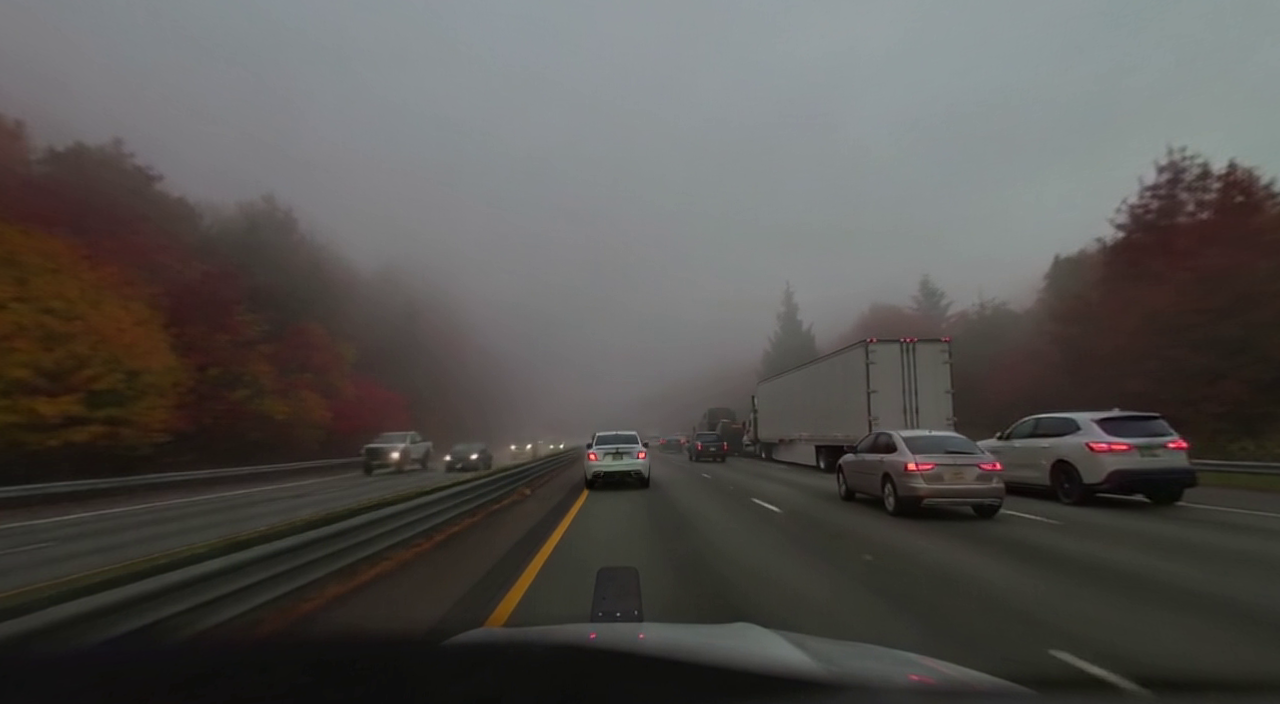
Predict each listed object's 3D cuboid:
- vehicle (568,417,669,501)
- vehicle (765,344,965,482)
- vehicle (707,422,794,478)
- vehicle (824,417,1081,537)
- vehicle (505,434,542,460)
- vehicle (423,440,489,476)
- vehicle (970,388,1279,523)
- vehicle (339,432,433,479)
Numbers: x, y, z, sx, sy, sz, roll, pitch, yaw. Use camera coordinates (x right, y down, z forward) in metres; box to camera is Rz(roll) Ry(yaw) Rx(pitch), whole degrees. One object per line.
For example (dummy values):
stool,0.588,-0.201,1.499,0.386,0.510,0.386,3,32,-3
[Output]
vehicle,-0.490,2.523,15.331,2.087,1.709,4.455,0,-8,-1
vehicle,7.963,2.668,25.376,2.867,4.066,13.802,0,-7,0
vehicle,3.641,3.307,21.453,2.147,1.707,3.963,0,-8,-2
vehicle,4.629,1.889,10.183,2.040,1.523,4.068,0,-8,-1
vehicle,-8.877,7.269,48.232,2.152,1.903,4.339,0,-8,-1
vehicle,-8.402,4.850,29.116,1.872,1.521,3.962,0,-8,0
vehicle,8.516,1.834,11.656,2.116,1.965,4.691,0,-8,-1
vehicle,-11.940,4.869,30.036,2.338,2.059,5.149,0,-8,-1
